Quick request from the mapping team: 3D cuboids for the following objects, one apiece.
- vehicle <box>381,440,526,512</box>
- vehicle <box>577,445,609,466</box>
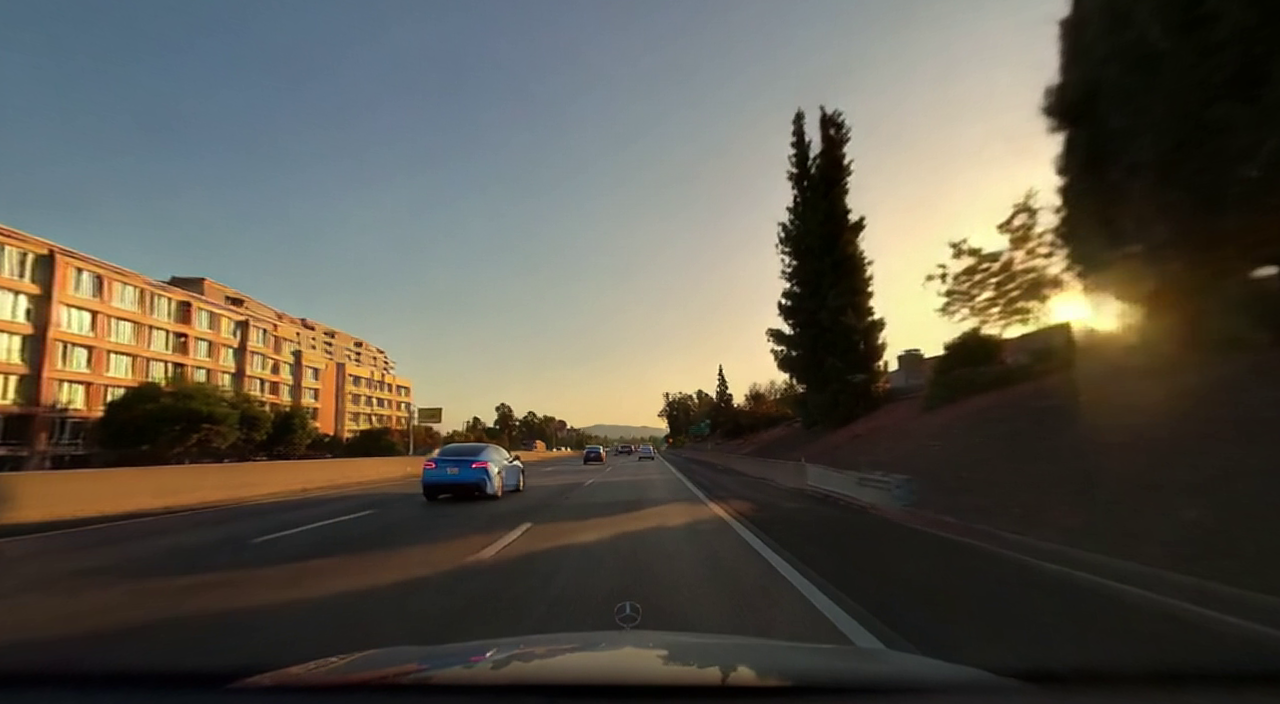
[{"bbox_3d":[-4.254,2.888,15.249,2.083,1.471,4.350,0,-8,1],"label":"vehicle"},{"bbox_3d":[-3.324,7.410,45.343,1.926,1.464,4.186,0,-8,1],"label":"vehicle"}]
